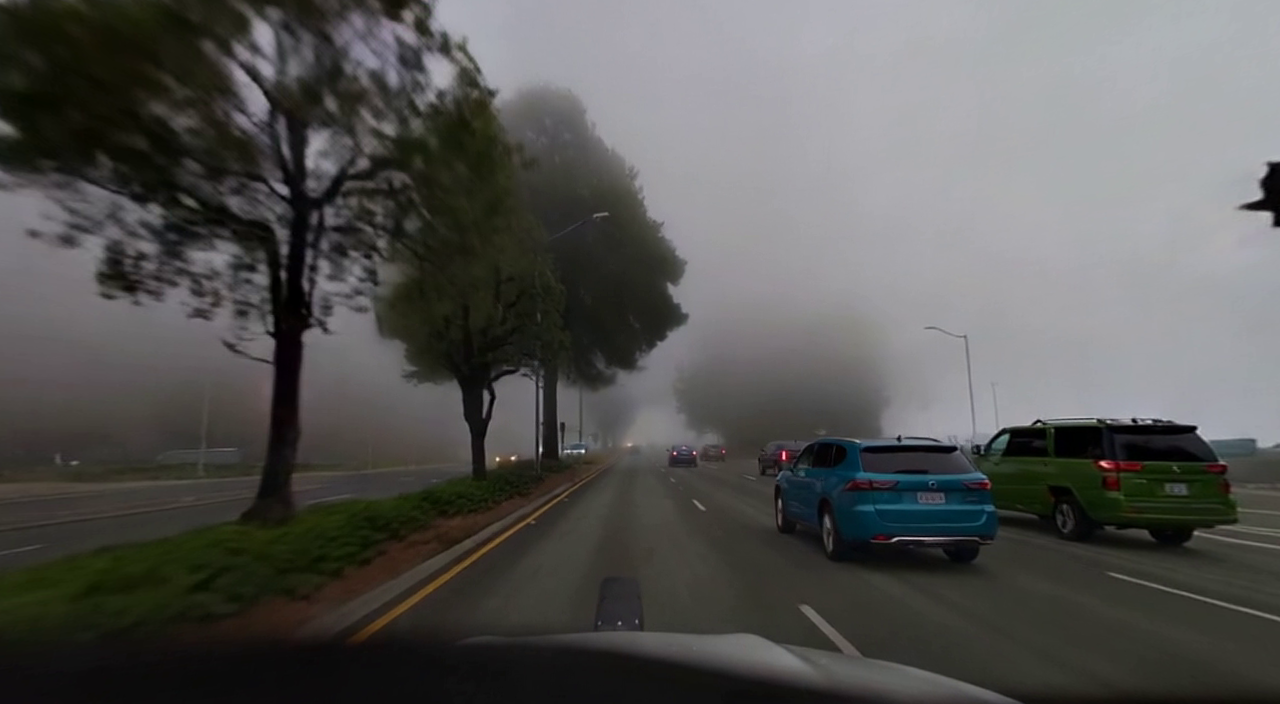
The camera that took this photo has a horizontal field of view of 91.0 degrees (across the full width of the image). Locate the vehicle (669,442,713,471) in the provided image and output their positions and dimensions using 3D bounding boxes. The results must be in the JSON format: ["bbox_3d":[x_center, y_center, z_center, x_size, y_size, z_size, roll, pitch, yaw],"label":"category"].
[{"bbox_3d":[2.705,5.710,34.526,1.980,1.484,4.093,0,-8,-1],"label":"vehicle"}]

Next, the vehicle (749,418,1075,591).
[{"bbox_3d":[2.899,1.739,8.238,1.932,1.547,4.992,0,-8,-2],"label":"vehicle"}]

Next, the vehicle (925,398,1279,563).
[{"bbox_3d":[6.424,1.756,9.331,2.153,1.811,4.595,0,-8,-1],"label":"vehicle"}]
